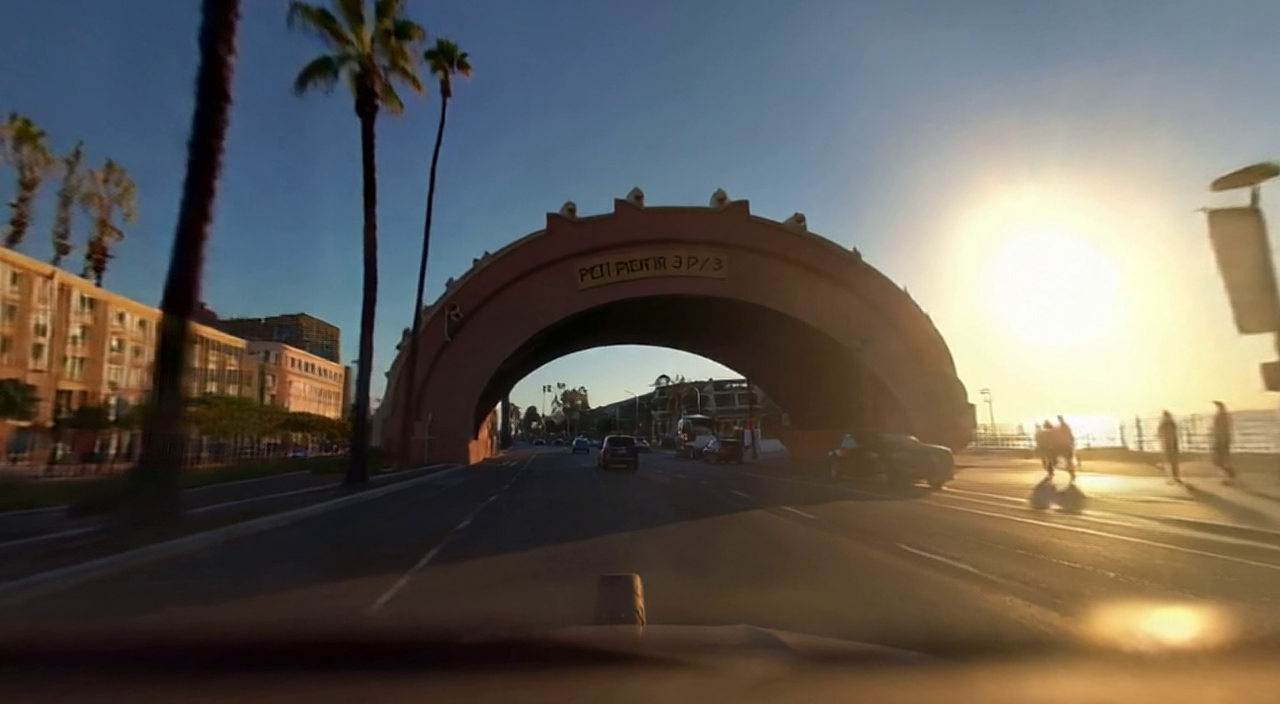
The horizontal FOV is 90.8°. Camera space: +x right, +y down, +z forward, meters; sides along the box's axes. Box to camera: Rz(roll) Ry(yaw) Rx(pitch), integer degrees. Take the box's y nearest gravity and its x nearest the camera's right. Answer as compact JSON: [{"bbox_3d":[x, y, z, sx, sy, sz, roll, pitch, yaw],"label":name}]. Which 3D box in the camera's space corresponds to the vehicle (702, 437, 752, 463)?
[{"bbox_3d":[5.334,6.126,39.483,2.015,1.486,4.501,1,-9,-7],"label":"vehicle"}]

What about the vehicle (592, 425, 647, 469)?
[{"bbox_3d":[-1.196,4.913,32.723,2.284,2.010,6.670,1,-9,-7],"label":"vehicle"}]

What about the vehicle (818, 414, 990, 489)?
[{"bbox_3d":[7.999,3.129,20.066,2.417,2.030,5.711,1,-9,-7],"label":"vehicle"}]

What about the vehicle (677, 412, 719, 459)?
[{"bbox_3d":[4.422,6.451,48.650,2.821,3.470,3.590,0,-9,-1],"label":"vehicle"}]
